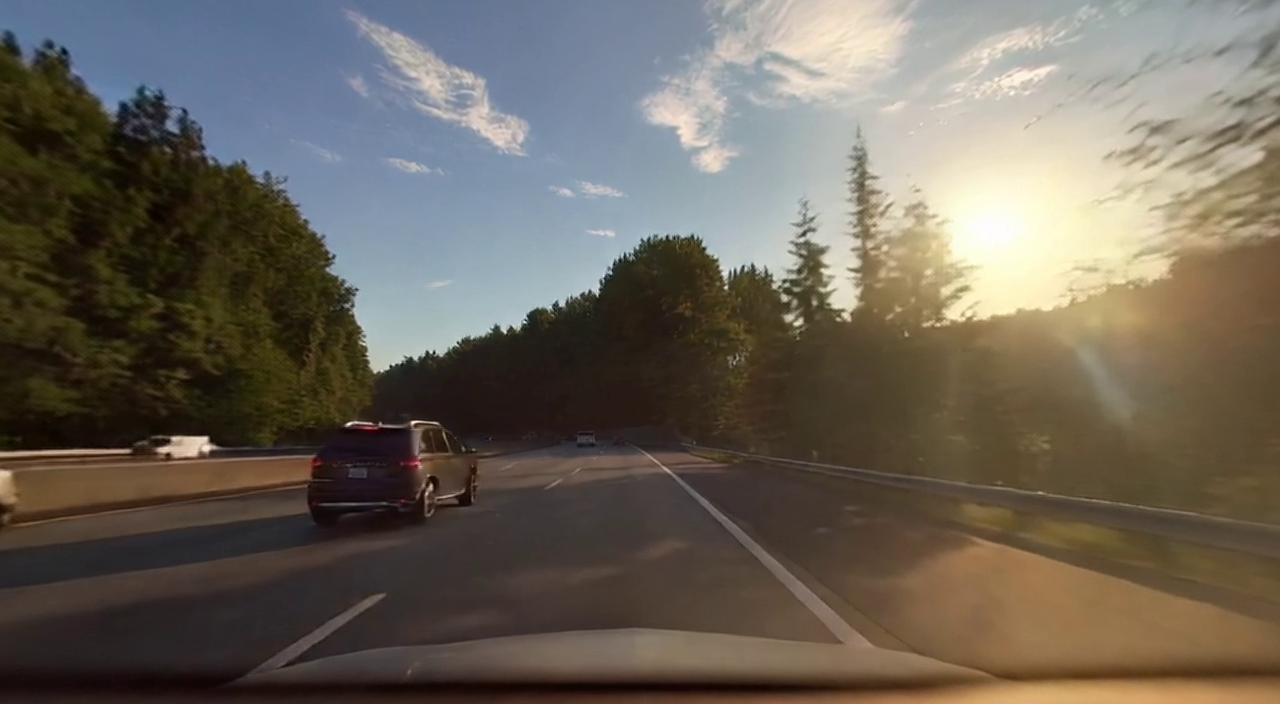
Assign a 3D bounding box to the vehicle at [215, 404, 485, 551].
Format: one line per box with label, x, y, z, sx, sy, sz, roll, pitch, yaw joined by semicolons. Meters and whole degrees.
vehicle;-3.835;1.711;9.318;2.034;1.675;4.080;0;-8;0
